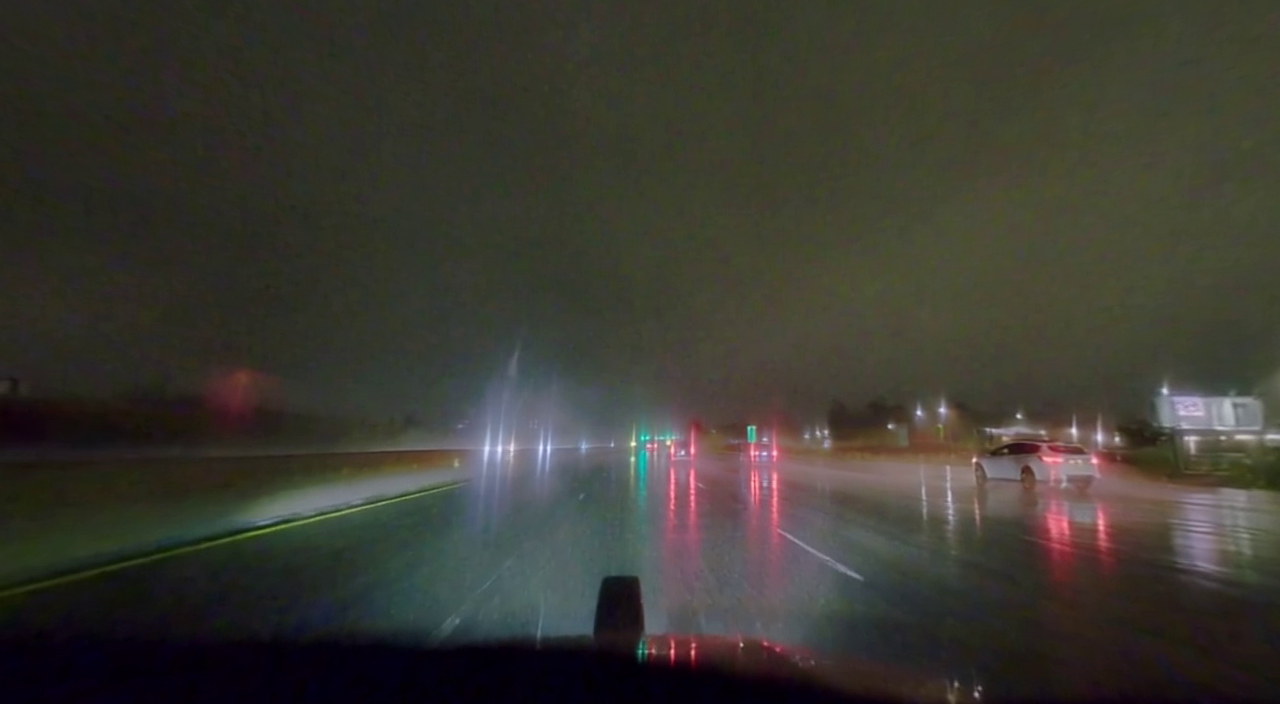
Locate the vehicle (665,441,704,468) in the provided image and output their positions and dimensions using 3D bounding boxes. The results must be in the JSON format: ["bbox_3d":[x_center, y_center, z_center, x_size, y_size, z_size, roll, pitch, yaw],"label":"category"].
[{"bbox_3d":[2.772,6.516,40.464,1.977,1.601,4.598,0,-9,-2],"label":"vehicle"}]

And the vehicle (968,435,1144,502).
[{"bbox_3d":[10.941,3.062,17.057,1.844,1.560,4.085,0,-9,-1],"label":"vehicle"}]

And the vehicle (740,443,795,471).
[{"bbox_3d":[6.926,5.747,34.737,1.952,1.442,4.259,0,-9,-2],"label":"vehicle"}]
